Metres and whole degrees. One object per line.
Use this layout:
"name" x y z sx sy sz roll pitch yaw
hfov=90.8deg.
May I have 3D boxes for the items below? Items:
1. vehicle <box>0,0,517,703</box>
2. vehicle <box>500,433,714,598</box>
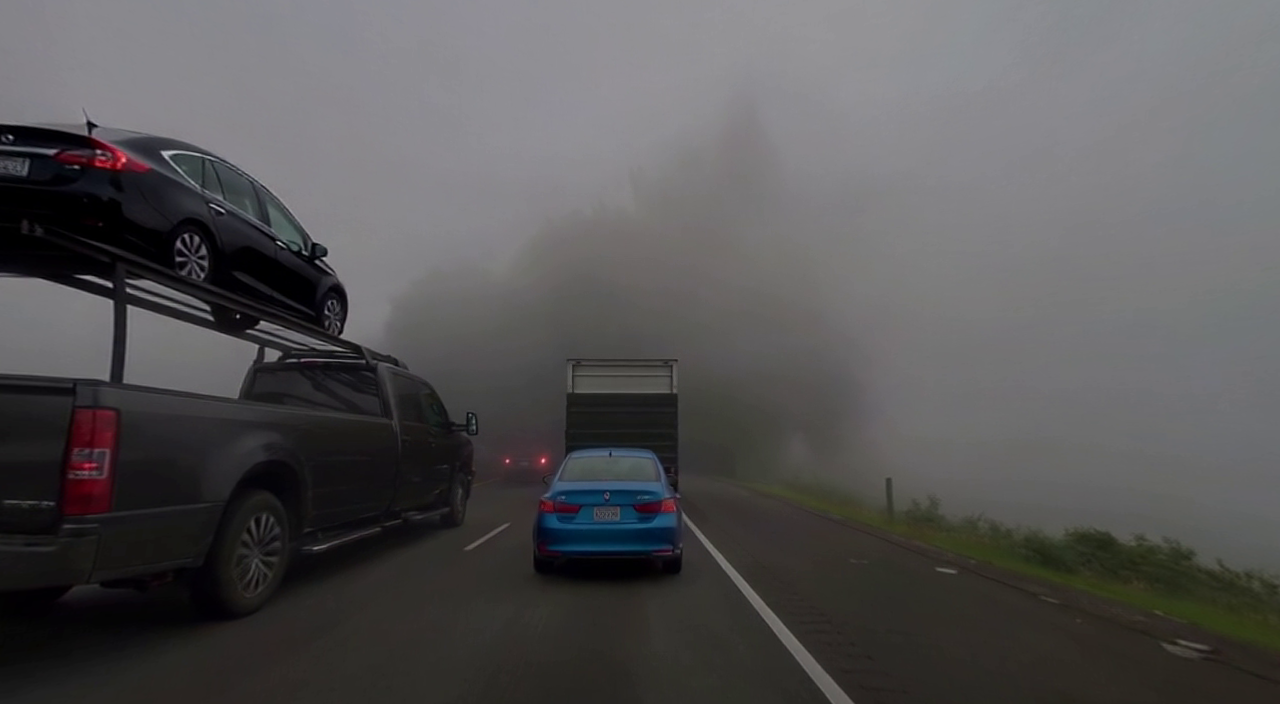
"vehicle" -4.631 0.748 9.307 2.836 4.059 14.286 0 -9 0
"vehicle" -0.328 1.793 7.657 1.991 1.507 3.391 0 -9 -1
